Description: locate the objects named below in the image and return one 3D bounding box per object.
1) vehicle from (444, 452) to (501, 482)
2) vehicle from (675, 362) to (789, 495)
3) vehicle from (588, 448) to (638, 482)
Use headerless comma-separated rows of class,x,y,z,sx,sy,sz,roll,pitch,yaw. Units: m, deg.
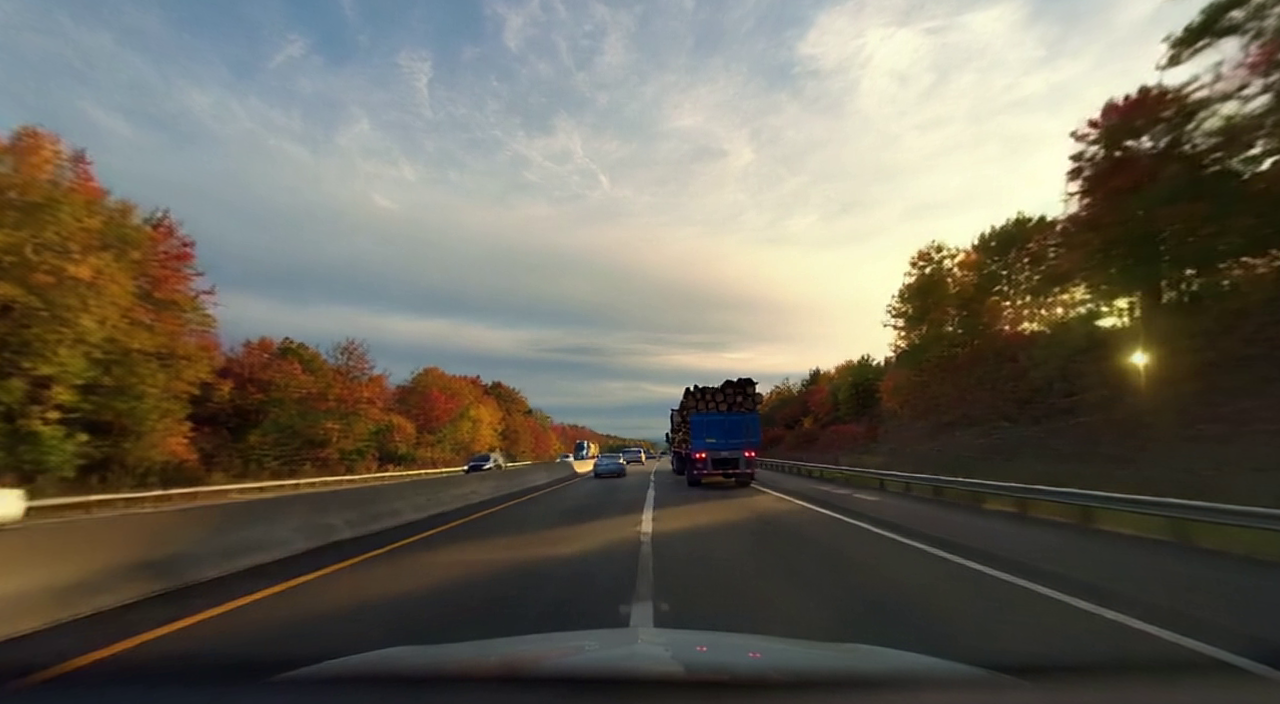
vehicle,-9.842,6.781,37.141,1.999,1.621,4.465,-1,-9,2
vehicle,2.965,2.914,22.943,3.004,3.923,8.363,-1,-9,1
vehicle,-1.247,5.435,30.336,2.099,1.506,4.097,-1,-9,2
